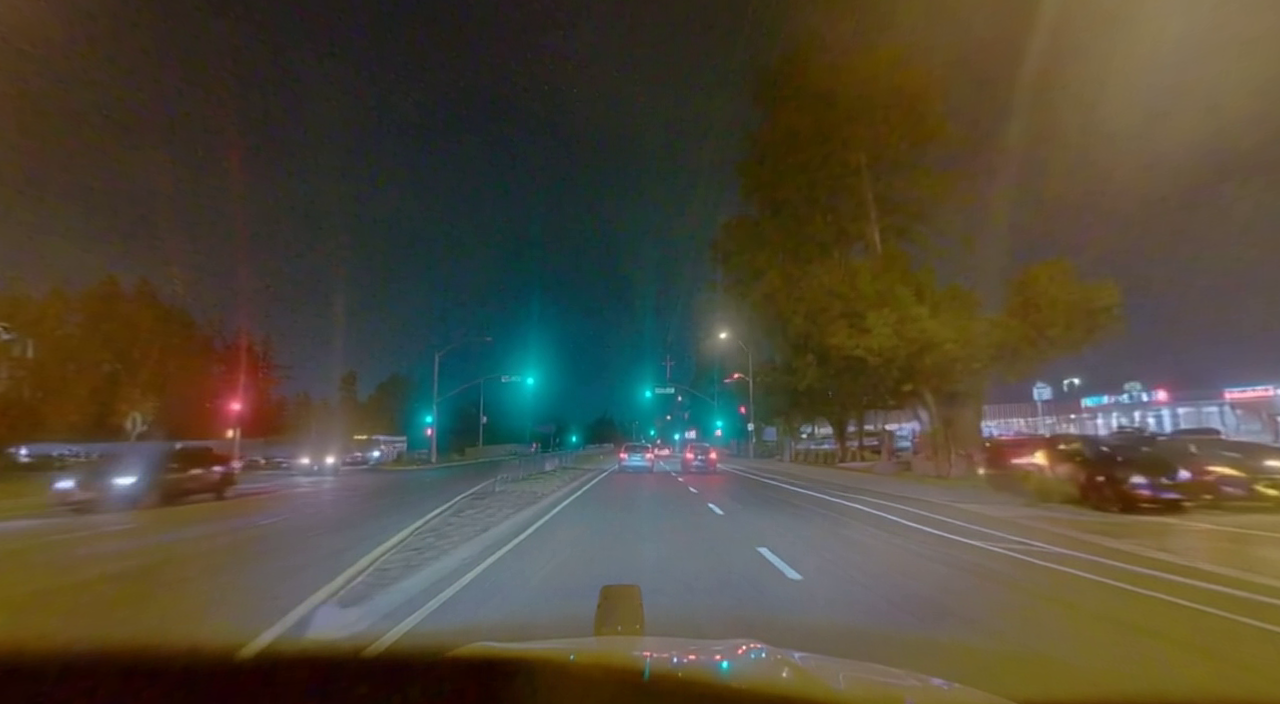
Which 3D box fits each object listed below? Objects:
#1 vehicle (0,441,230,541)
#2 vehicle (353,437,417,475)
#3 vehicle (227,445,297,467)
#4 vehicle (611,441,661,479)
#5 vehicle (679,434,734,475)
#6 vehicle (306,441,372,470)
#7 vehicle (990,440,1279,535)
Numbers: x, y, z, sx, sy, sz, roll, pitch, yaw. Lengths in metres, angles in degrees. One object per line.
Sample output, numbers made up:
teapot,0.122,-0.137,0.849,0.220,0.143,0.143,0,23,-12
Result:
vehicle,-9.976,2.351,11.456,2.033,1.439,4.567,0,-8,0
vehicle,-13.419,5.399,33.036,2.000,1.798,5.055,6,-10,-33
vehicle,-28.479,7.826,47.617,4.328,1.611,1.922,-2,-9,13
vehicle,-0.160,4.440,26.240,1.917,1.418,3.987,0,-8,0
vehicle,3.034,4.810,29.779,2.046,1.768,4.370,0,-8,-1
vehicle,-19.653,6.690,41.151,4.949,1.780,2.079,-8,-11,42
vehicle,9.193,2.331,11.252,4.662,1.495,1.998,-1,-8,4
